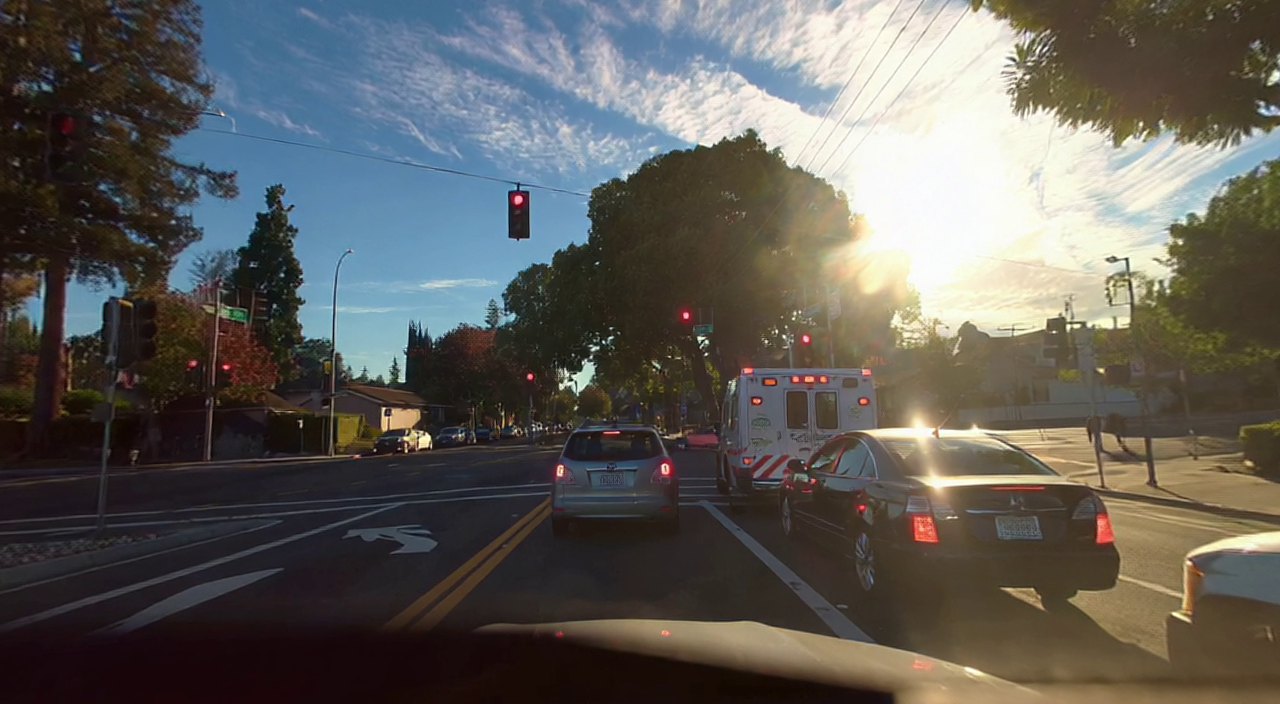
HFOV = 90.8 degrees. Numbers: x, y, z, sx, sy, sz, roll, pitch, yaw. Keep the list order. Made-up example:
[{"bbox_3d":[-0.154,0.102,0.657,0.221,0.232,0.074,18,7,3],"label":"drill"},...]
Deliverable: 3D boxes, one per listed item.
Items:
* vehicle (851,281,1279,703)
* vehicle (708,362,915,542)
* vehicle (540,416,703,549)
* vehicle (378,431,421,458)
[{"bbox_3d":[2.851,0.885,2.841,2.194,1.820,4.652,0,-8,0],"label":"vehicle"},{"bbox_3d":[2.876,1.896,12.362,2.406,2.687,5.521,0,-8,-1],"label":"vehicle"},{"bbox_3d":[-0.273,1.980,10.184,2.114,1.707,3.725,0,-8,-1],"label":"vehicle"},{"bbox_3d":[-17.746,6.875,46.849,2.246,1.880,4.454,1,-8,-12],"label":"vehicle"}]
